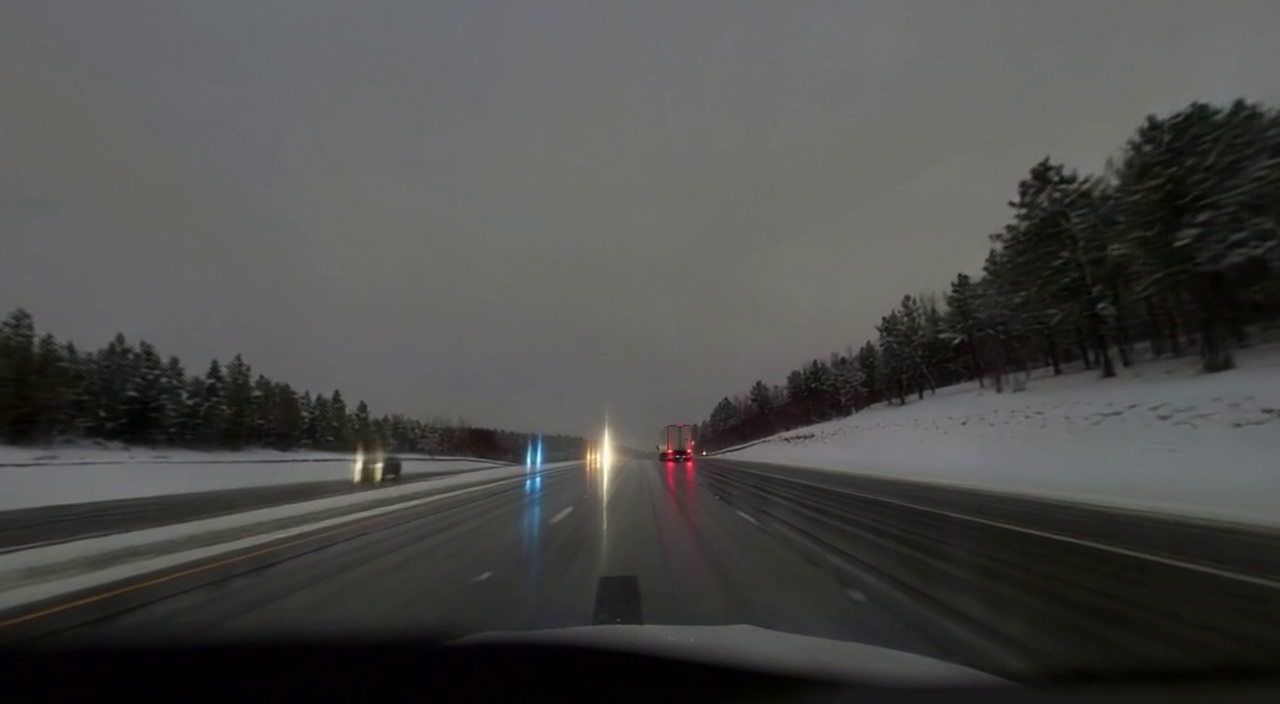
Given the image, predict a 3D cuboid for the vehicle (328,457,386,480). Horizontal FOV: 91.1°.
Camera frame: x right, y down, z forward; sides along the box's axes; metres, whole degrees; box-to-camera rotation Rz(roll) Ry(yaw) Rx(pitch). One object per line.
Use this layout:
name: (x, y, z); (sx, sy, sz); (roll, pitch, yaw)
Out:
vehicle: (-19.570, 8.067, 43.754); (1.840, 1.460, 4.763); (0, -9, 0)
